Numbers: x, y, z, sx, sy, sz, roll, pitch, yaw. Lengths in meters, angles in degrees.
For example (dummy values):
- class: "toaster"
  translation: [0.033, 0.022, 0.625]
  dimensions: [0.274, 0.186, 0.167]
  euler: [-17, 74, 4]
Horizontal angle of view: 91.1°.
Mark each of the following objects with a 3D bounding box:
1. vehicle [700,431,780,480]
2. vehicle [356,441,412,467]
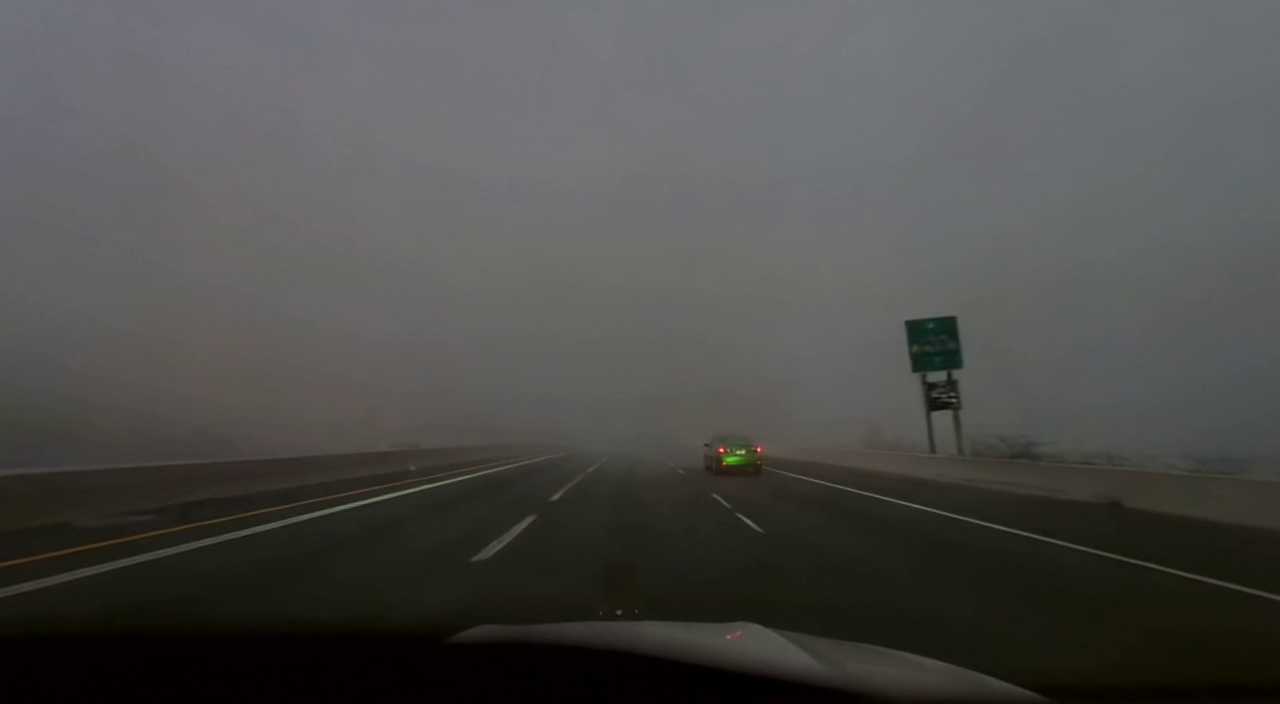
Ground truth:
- class: "vehicle"
  translation: [3.269, 3.457, 21.383]
  dimensions: [1.946, 1.481, 3.969]
  euler: [0, -8, -2]
- class: "vehicle"
  translation: [-16.523, 6.570, 40.806]
  dimensions: [1.849, 1.531, 4.450]
  euler: [0, -8, 0]
